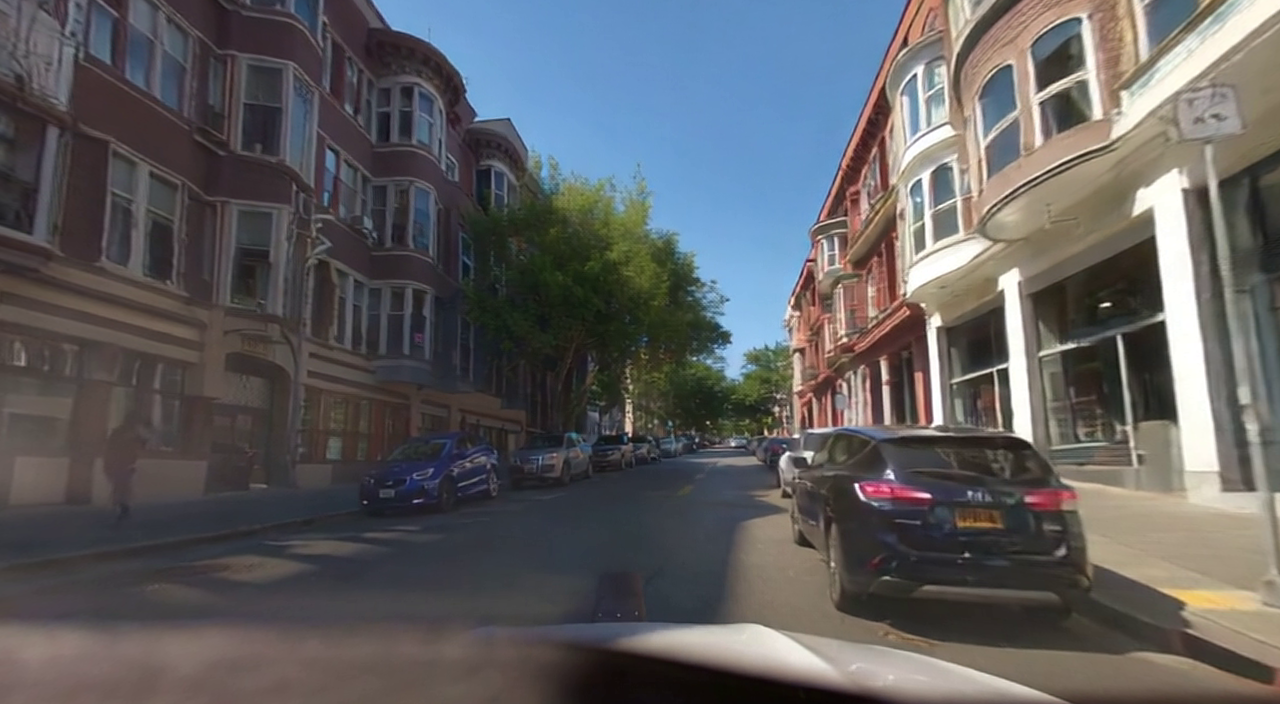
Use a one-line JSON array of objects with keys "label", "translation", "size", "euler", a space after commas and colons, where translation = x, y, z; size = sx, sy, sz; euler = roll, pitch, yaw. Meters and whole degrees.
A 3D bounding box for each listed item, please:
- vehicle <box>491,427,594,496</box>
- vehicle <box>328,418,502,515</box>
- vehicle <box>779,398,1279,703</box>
[{"label": "vehicle", "translation": [-2.705, 3.081, 18.387], "size": [1.867, 1.519, 3.920], "euler": [1, -4, 8]}, {"label": "vehicle", "translation": [-4.088, 2.095, 11.993], "size": [1.875, 1.564, 2.982], "euler": [-1, -8, 8]}, {"label": "vehicle", "translation": [2.327, 1.271, 5.296], "size": [1.925, 1.481, 4.653], "euler": [-1, -8, 9]}]
